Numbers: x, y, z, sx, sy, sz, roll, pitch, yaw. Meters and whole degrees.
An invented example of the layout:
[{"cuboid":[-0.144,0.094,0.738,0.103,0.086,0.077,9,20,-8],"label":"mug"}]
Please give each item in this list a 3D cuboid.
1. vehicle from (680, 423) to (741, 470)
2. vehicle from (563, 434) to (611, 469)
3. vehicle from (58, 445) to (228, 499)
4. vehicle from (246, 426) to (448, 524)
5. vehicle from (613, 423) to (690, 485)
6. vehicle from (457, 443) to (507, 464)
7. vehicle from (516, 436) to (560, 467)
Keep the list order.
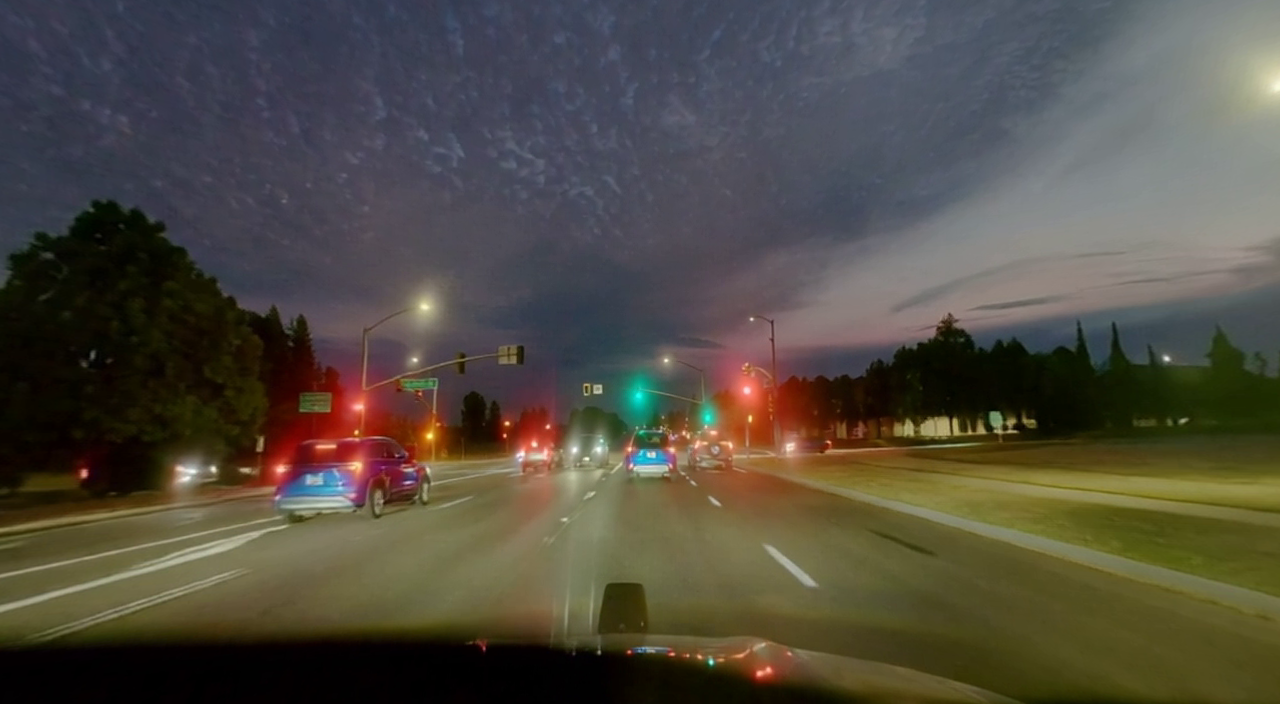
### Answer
[{"cuboid":[3.347,4.685,31.282,2.338,2.063,5.672,0,-9,0],"label":"vehicle"},{"cuboid":[-2.599,5.057,32.134,2.058,1.659,4.514,0,-8,0],"label":"vehicle"},{"cuboid":[-18.610,4.488,23.797,4.571,1.857,2.172,-1,-9,1],"label":"vehicle"},{"cuboid":[-5.752,2.469,13.180,2.052,1.664,4.476,0,-9,0],"label":"vehicle"},{"cuboid":[0.348,3.312,20.664,2.235,1.778,4.178,0,-8,0],"label":"vehicle"},{"cuboid":[-12.312,7.840,48.817,1.860,1.517,4.460,8,-11,-40],"label":"vehicle"},{"cuboid":[-5.800,5.719,36.310,2.108,1.689,4.316,0,-9,-4],"label":"vehicle"}]
